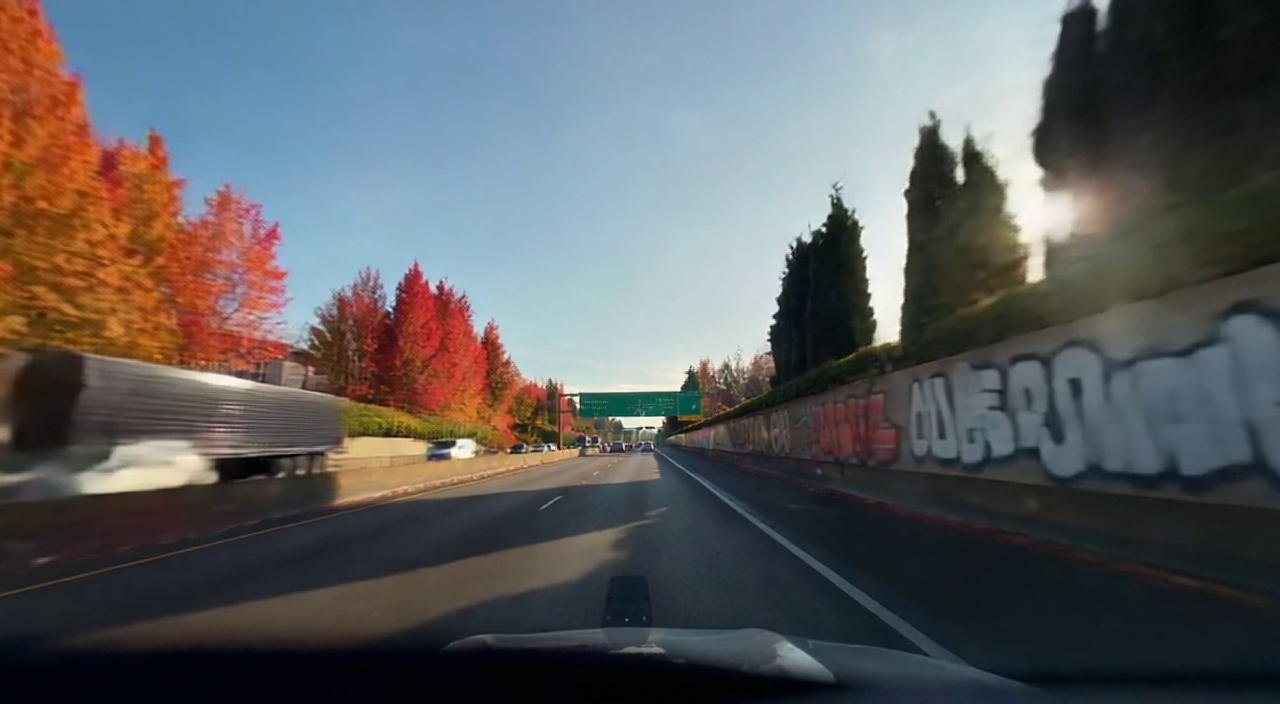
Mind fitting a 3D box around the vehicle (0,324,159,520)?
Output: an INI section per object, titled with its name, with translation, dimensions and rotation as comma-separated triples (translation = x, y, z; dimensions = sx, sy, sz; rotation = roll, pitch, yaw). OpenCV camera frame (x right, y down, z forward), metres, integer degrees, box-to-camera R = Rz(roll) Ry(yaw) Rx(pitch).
[vehicle]
translation = -15.165, 1.661, 14.574
dimensions = 3.033, 4.136, 5.972
rotation = 1, -8, 0
